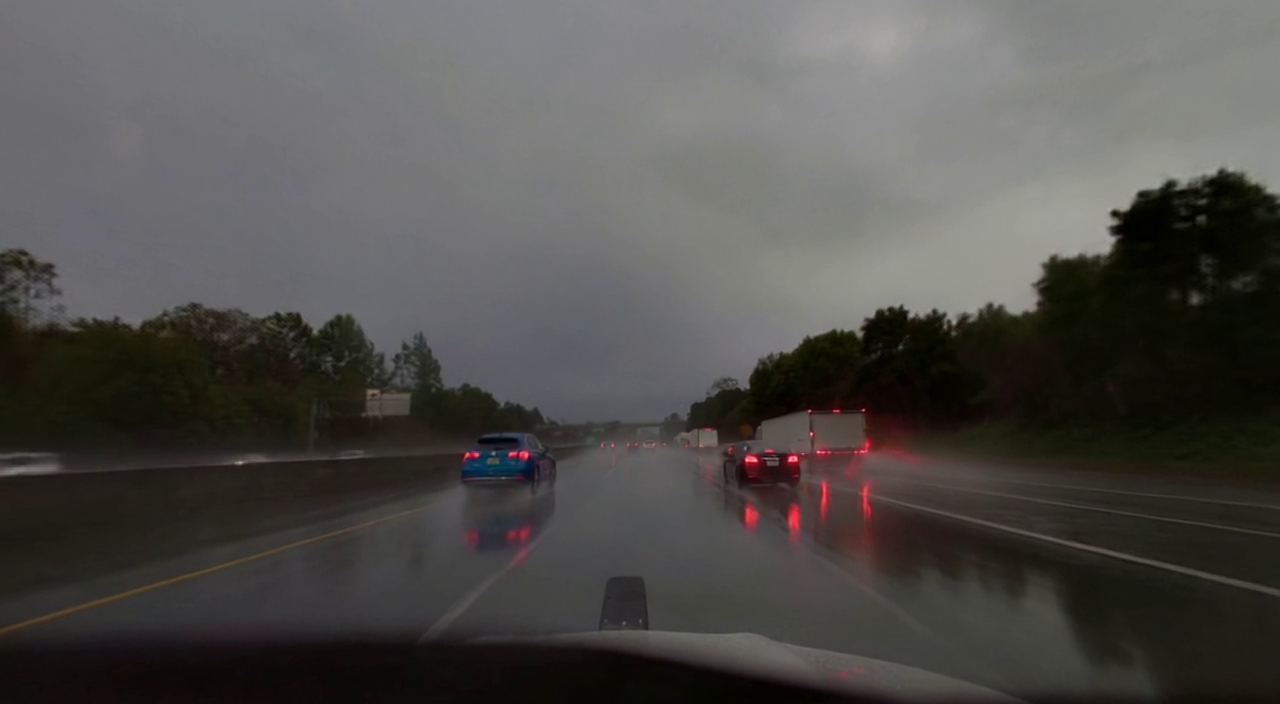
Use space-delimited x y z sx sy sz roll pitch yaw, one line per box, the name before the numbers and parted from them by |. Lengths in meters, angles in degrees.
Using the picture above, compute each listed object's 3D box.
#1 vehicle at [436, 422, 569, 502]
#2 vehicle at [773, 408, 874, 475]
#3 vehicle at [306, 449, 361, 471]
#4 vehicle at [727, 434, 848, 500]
vehicle | -3.381 2.867 16.790 2.218 1.764 5.229 0 -9 2
vehicle | 7.800 3.893 27.448 2.729 2.628 4.875 0 -9 -2
vehicle | -22.588 7.943 46.682 1.840 1.492 4.423 0 -9 1
vehicle | 3.705 3.000 16.830 2.080 1.493 4.674 0 -9 0
